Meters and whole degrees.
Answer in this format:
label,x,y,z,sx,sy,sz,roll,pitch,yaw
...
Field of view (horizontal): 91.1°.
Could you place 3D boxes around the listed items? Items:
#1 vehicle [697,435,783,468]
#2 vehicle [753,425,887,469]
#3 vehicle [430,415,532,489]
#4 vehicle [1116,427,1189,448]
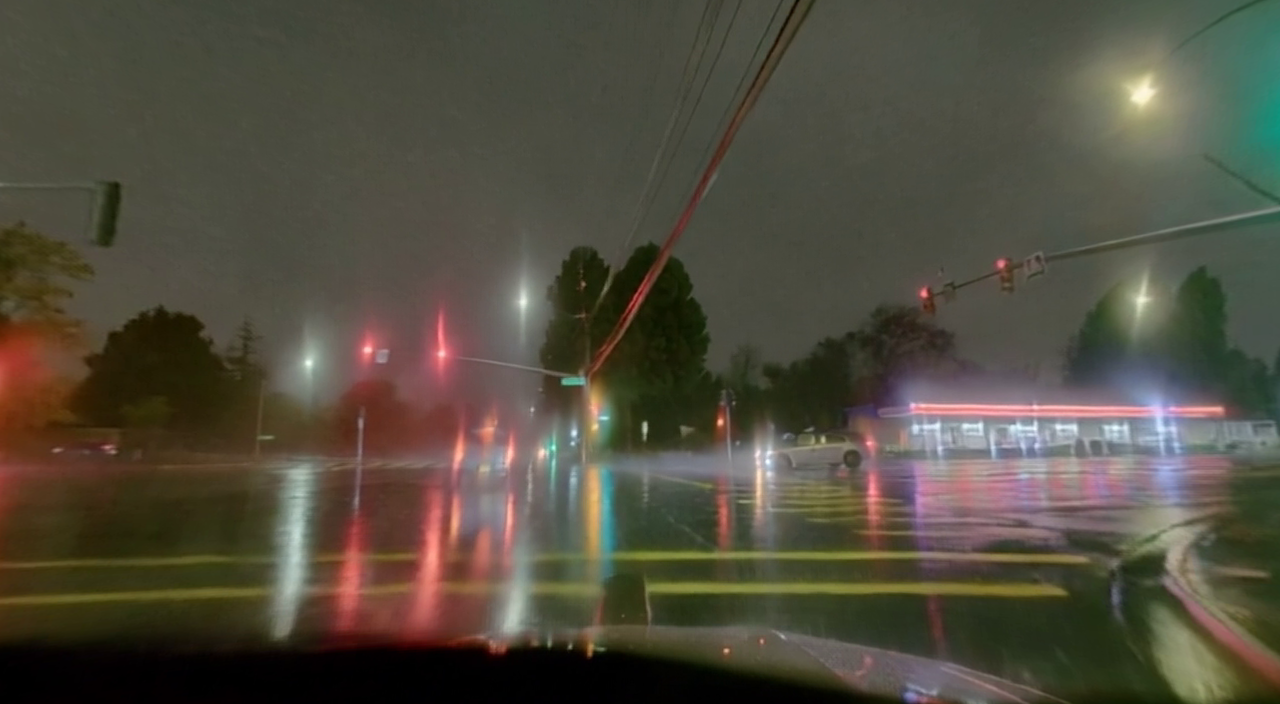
label,x,y,z,sx,sy,sz,roll,pitch,yaw
vehicle,4.953,4.984,31.521,3.990,1.548,1.780,0,-9,0
vehicle,7.671,4.057,26.996,5.149,1.725,1.964,1,-8,-9
vehicle,-4.434,2.893,18.368,2.300,1.868,4.690,1,-9,-7
vehicle,35.632,5.967,43.678,3.805,1.451,1.641,1,-9,-7
